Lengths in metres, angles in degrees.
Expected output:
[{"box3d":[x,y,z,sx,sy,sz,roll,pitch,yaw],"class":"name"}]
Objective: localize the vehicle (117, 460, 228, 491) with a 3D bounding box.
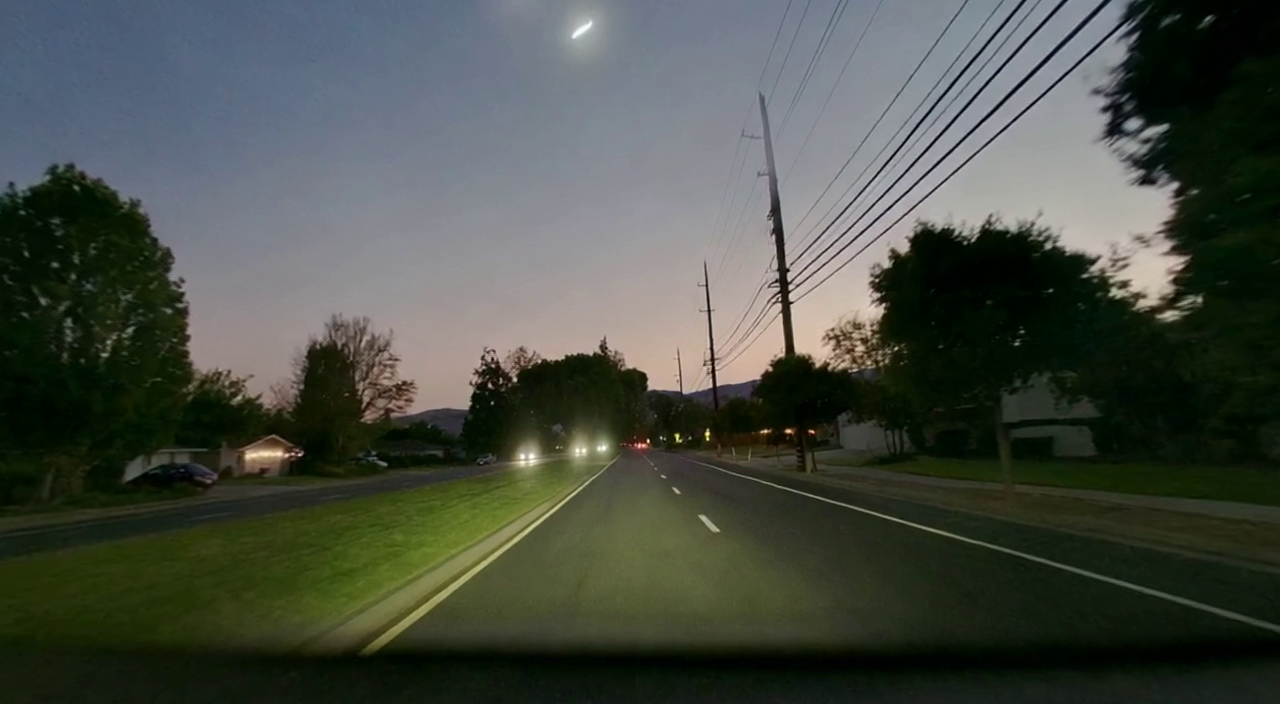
[{"box3d":[-26.999,7.142,36.567,4.929,1.667,1.930,-1,-9,2],"class":"vehicle"}]
